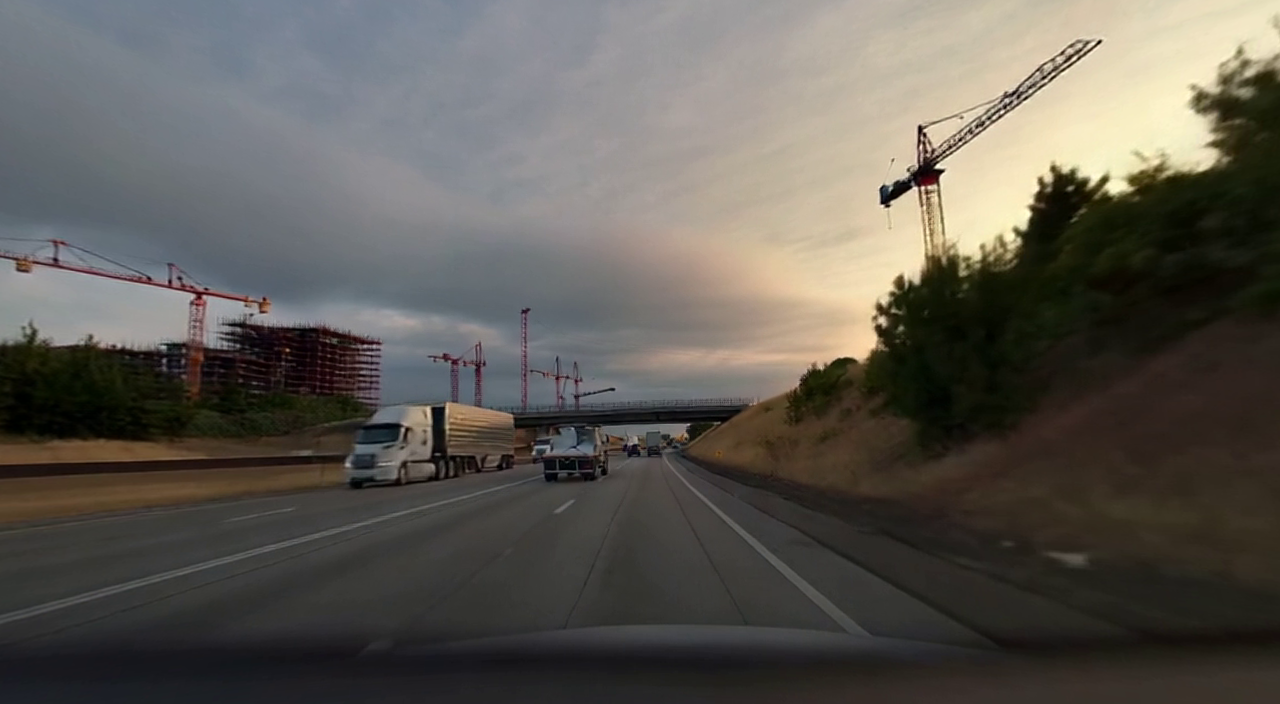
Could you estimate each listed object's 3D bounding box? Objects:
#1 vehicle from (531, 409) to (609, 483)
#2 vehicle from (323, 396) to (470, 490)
[{"bbox_3d":[-2.826,4.100,27.382,2.565,2.771,6.641,0,-9,0],"label":"vehicle"},{"bbox_3d":[-9.838,3.893,26.681,2.931,3.367,7.777,0,-9,1],"label":"vehicle"}]
